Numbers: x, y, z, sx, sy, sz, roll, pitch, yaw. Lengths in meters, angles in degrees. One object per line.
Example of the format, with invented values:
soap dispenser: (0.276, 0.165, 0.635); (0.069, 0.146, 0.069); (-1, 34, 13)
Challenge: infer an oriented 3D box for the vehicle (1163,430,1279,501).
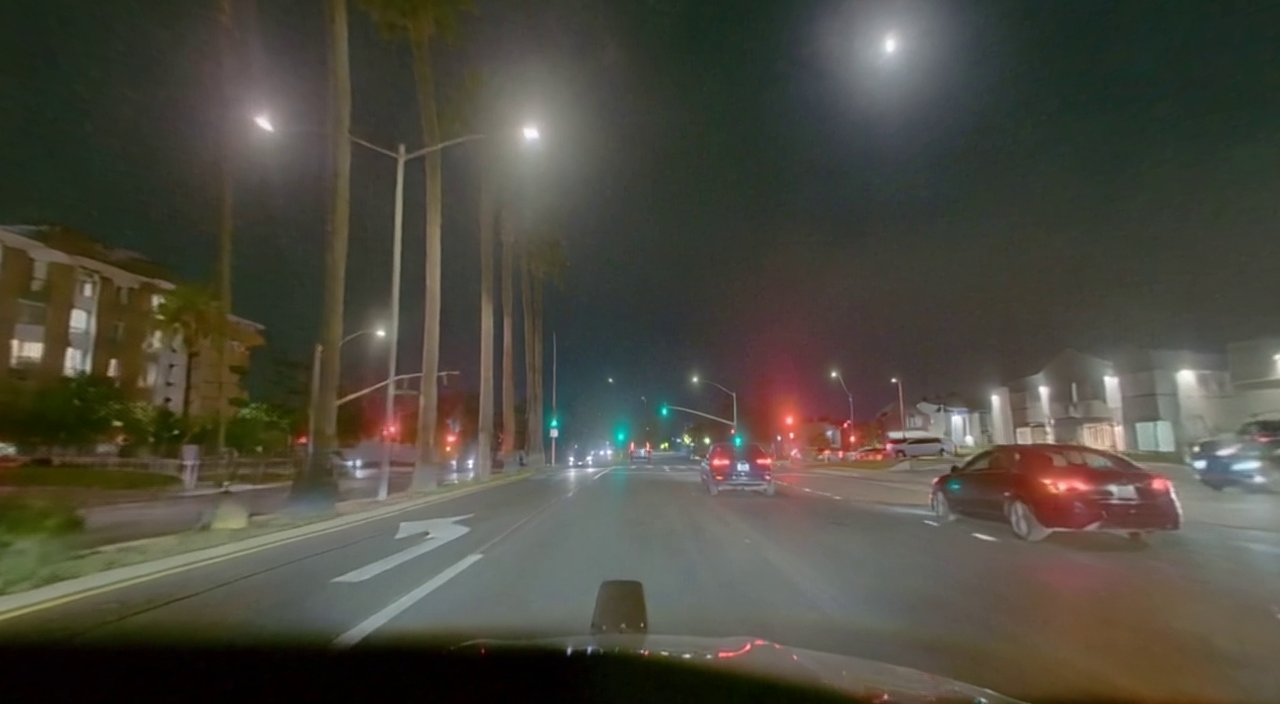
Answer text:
vehicle: (17.850, 3.094, 17.456); (4.747, 1.807, 2.251); (0, -8, -3)

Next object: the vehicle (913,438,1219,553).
vehicle: (6.529, 2.208, 10.512); (1.890, 1.471, 4.566); (0, -9, 0)

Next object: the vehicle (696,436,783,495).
vehicle: (2.977, 3.506, 19.834); (2.009, 1.639, 4.267); (0, -9, 0)

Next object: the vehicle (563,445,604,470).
vehicle: (-3.574, 6.739, 40.372); (2.037, 1.472, 4.152); (0, -9, 3)
